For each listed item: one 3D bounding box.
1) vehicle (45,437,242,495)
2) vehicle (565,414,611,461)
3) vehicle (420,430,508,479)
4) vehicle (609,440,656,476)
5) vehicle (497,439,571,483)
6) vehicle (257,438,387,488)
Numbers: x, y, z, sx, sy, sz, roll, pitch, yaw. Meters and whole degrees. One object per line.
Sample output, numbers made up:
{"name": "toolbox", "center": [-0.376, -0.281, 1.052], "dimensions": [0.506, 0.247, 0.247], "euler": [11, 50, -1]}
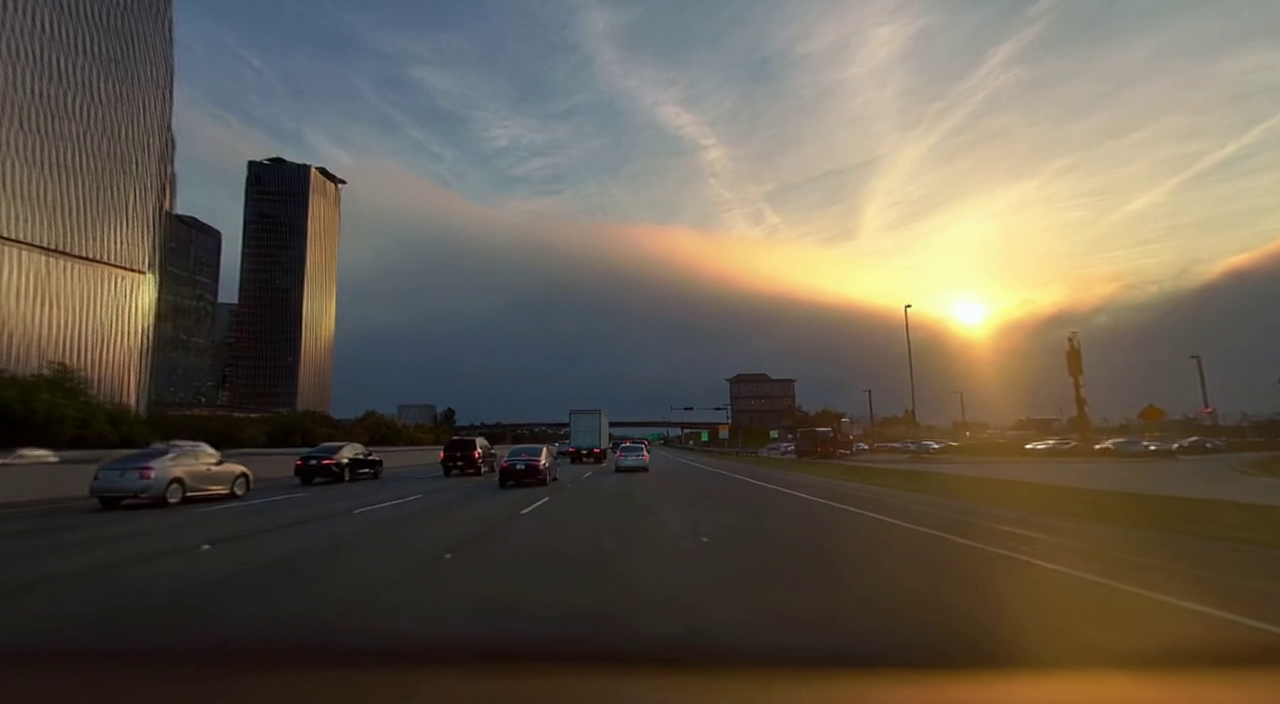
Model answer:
{"name": "vehicle", "center": [-14.506, 3.339, 18.876], "dimensions": [1.948, 1.483, 4.814], "euler": [0, -9, 0]}
{"name": "vehicle", "center": [-3.935, 6.810, 49.693], "dimensions": [2.955, 3.359, 8.322], "euler": [0, -9, 0]}
{"name": "vehicle", "center": [-7.207, 4.268, 26.354], "dimensions": [2.190, 1.821, 4.800], "euler": [0, -9, 1]}
{"name": "vehicle", "center": [-0.348, 4.811, 28.803], "dimensions": [1.991, 1.488, 3.922], "euler": [0, -9, 0]}
{"name": "vehicle", "center": [-3.931, 4.124, 24.146], "dimensions": [2.016, 1.497, 4.235], "euler": [0, -9, 1]}
{"name": "vehicle", "center": [-10.724, 3.766, 21.737], "dimensions": [1.987, 1.495, 4.710], "euler": [0, -9, 1]}
